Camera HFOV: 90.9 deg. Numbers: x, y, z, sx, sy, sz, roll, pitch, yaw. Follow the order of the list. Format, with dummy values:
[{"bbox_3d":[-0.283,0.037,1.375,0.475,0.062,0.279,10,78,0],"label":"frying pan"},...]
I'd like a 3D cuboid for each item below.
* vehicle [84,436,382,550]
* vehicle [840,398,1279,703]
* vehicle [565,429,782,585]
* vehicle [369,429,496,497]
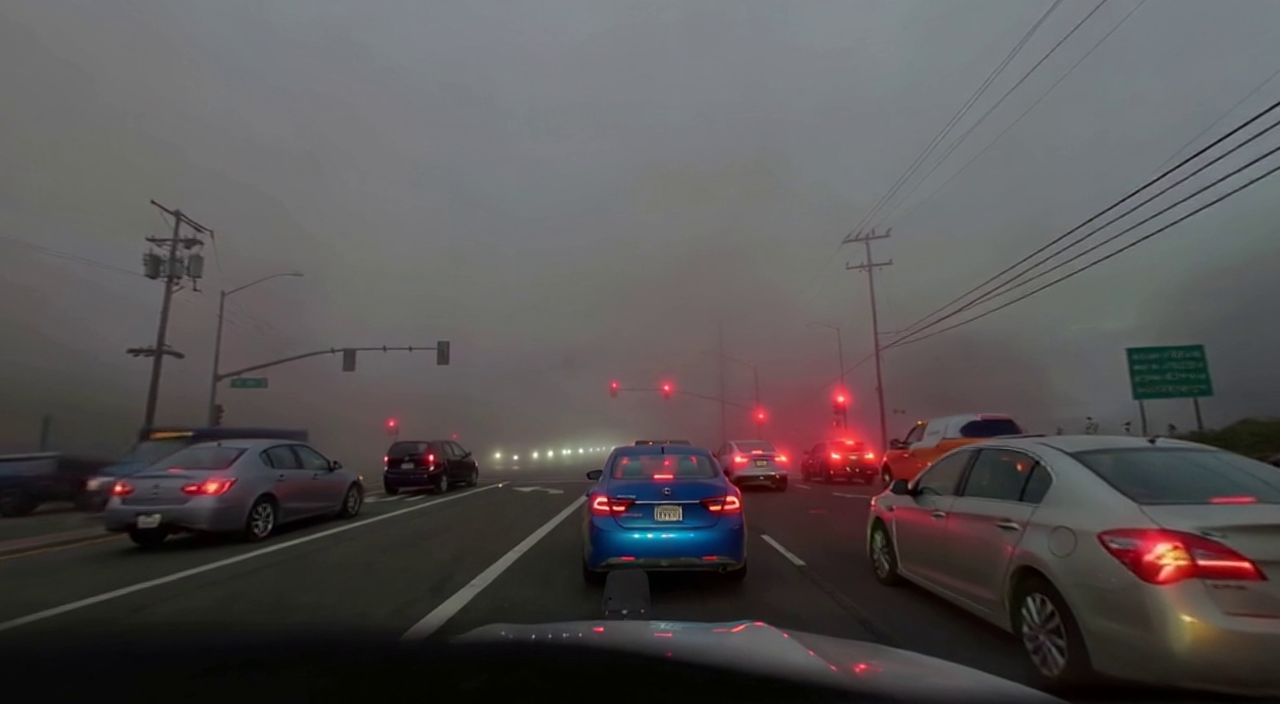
[{"bbox_3d":[-6.413,2.224,10.813,1.955,1.497,4.639,-1,-8,1],"label":"vehicle"},{"bbox_3d":[3.137,1.255,4.795,1.870,1.523,4.096,0,-8,0],"label":"vehicle"},{"bbox_3d":[0.317,1.802,8.196,2.109,1.483,3.964,0,-8,0],"label":"vehicle"},{"bbox_3d":[-6.261,3.406,19.832,2.070,1.824,5.196,-1,-8,2],"label":"vehicle"}]
